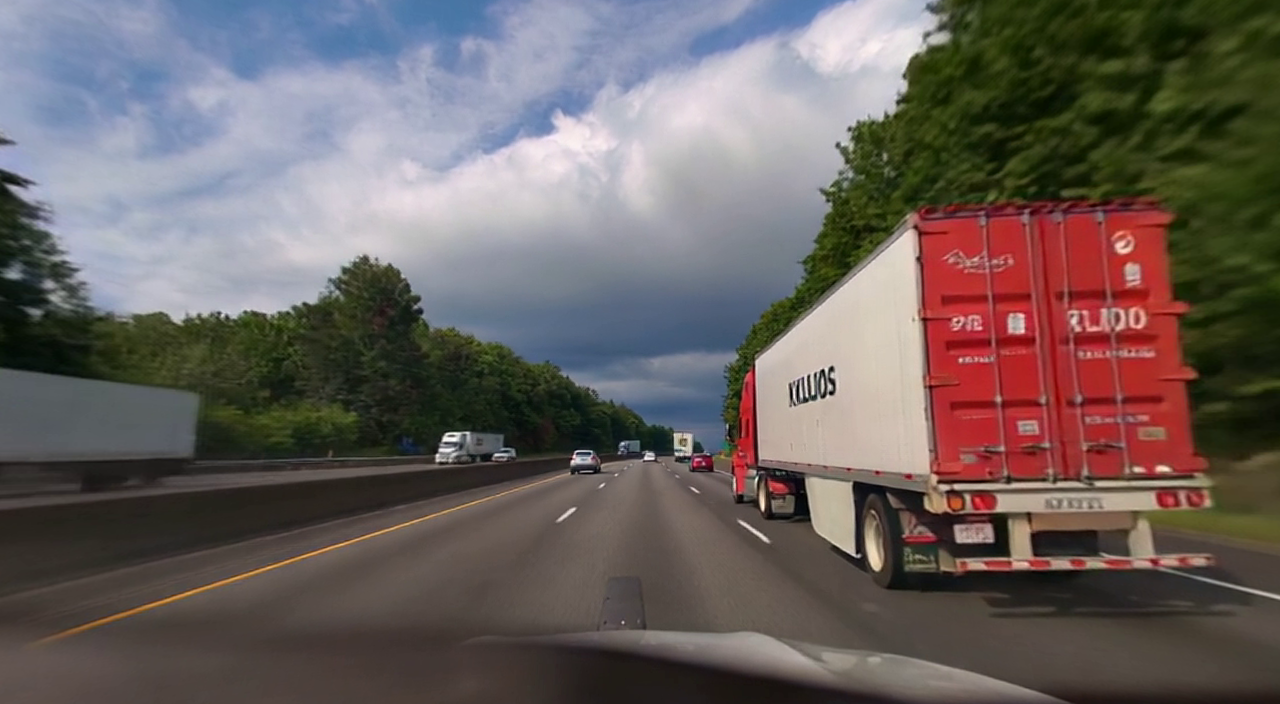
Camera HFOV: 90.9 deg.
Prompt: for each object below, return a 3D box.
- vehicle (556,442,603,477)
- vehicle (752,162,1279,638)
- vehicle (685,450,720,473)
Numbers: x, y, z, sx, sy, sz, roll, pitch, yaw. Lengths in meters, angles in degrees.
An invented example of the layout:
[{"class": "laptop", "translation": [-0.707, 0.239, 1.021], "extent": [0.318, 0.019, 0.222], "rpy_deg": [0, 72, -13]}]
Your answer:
[{"class": "vehicle", "translation": [-3.078, 5.565, 32.786], "extent": [2.017, 1.683, 4.309], "rpy_deg": [0, -9, 0]}, {"class": "vehicle", "translation": [4.335, 1.159, 10.787], "extent": [2.914, 3.998, 11.103], "rpy_deg": [0, -9, 1]}, {"class": "vehicle", "translation": [4.570, 8.045, 46.466], "extent": [2.176, 1.598, 3.878], "rpy_deg": [0, -9, 0]}]
